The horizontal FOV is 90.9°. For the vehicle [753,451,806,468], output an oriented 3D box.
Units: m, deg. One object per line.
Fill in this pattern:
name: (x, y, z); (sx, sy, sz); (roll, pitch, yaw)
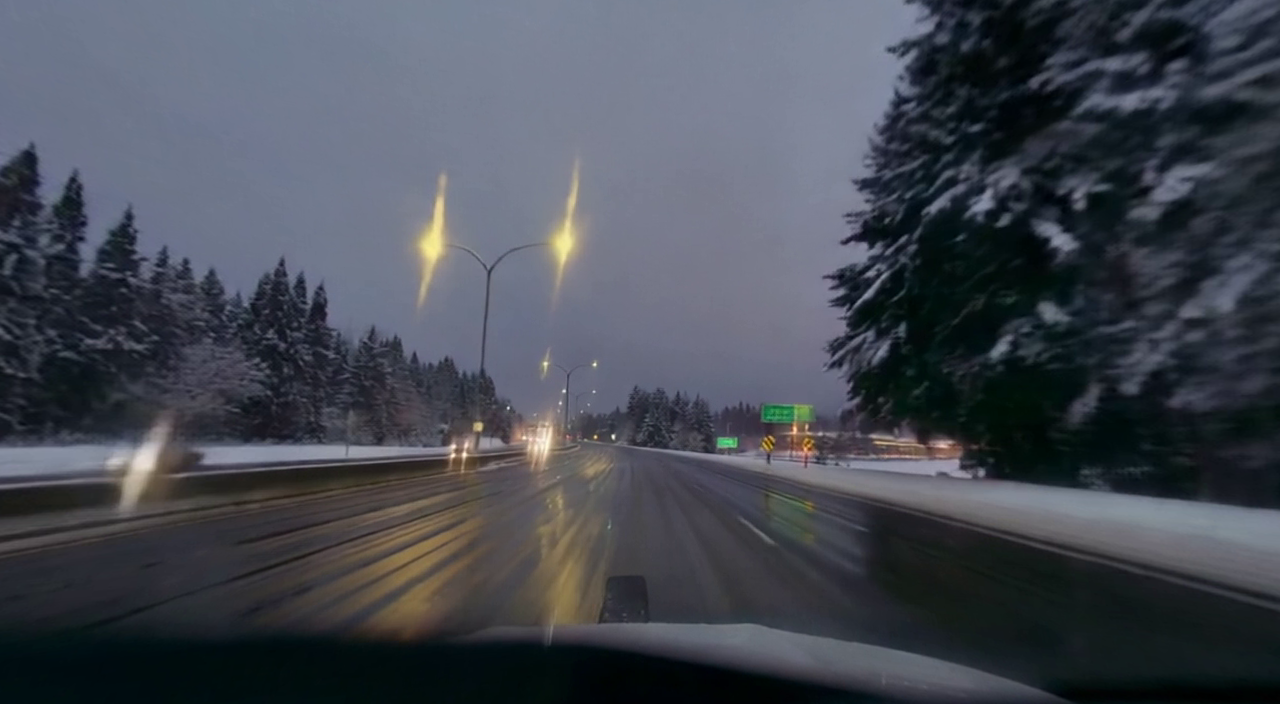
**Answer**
vehicle: (9.087, 7.047, 41.475); (2.635, 1.057, 4.249); (0, -9, 1)

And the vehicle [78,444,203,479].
vehicle: (-22.501, 4.924, 28.681); (2.025, 1.460, 4.403); (0, -8, 0)
